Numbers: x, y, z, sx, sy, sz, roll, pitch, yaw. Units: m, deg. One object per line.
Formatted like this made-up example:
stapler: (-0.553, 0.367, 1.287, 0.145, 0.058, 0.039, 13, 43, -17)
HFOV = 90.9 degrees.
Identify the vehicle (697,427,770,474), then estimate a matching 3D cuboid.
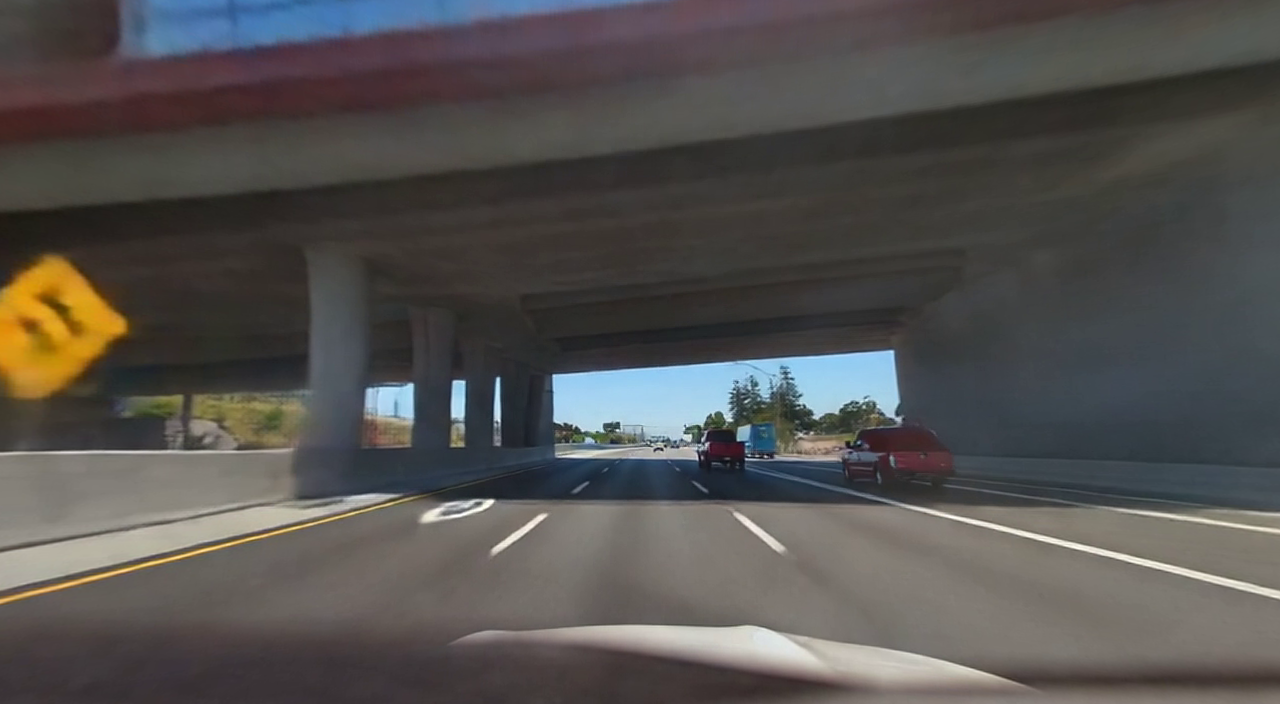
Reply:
vehicle: (4.271, 4.644, 29.919, 2.505, 2.020, 5.532, 0, -8, -1)
